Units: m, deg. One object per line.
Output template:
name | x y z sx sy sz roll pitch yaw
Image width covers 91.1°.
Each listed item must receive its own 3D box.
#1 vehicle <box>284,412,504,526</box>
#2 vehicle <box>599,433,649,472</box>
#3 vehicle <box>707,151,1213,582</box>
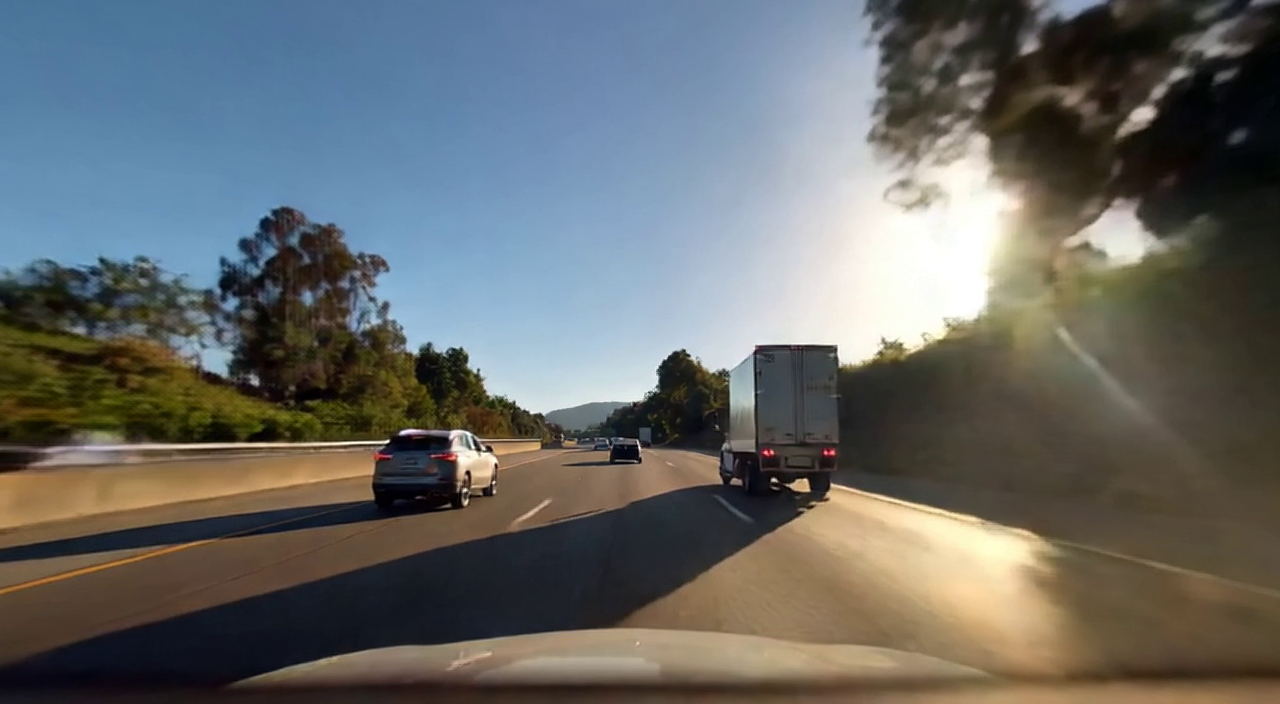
vehicle | -4.220 2.090 11.850 2.264 1.699 4.648 0 -8 0
vehicle | -0.661 4.422 27.884 2.048 1.563 4.087 0 -8 0
vehicle | 3.716 1.048 13.232 2.946 4.111 14.652 0 -8 0
